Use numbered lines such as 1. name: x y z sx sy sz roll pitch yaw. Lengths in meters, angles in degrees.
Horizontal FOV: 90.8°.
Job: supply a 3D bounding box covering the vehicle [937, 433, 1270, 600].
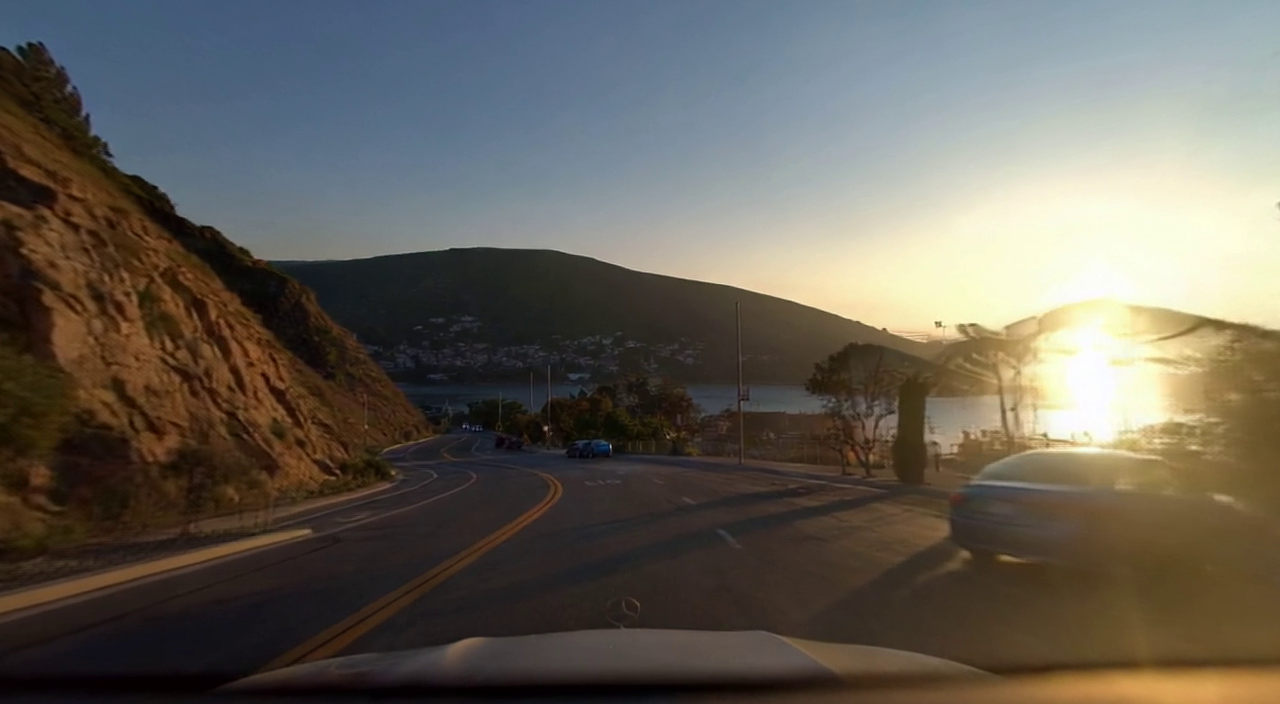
1. vehicle: 5.817 1.764 7.753 4.467 1.439 2.028 6 -11 -38
